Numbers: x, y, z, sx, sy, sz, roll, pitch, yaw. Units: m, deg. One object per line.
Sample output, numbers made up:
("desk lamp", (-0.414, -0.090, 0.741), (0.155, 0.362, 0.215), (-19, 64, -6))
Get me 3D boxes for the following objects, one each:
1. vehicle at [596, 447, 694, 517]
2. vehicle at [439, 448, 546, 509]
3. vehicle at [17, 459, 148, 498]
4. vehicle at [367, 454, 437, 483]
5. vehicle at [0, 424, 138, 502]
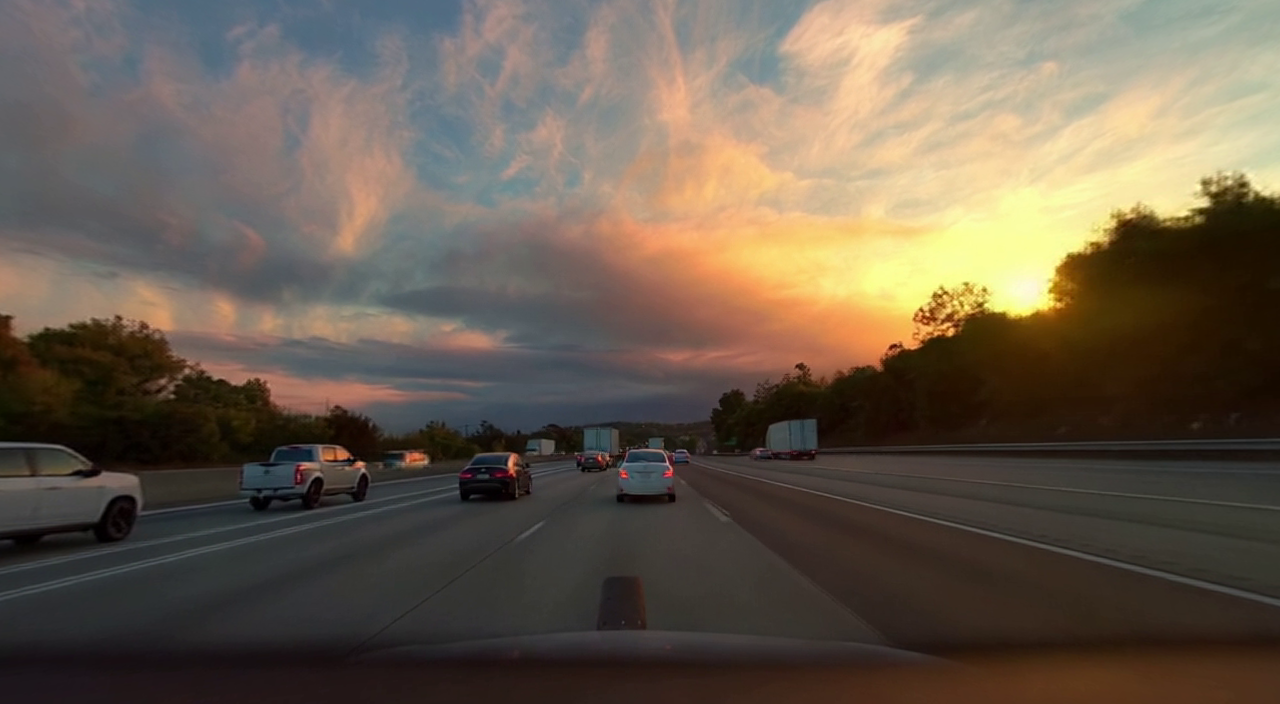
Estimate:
("vehicle", (0.122, 3.069, 15.349), (2.057, 1.449, 3.931), (0, -9, 1))
("vehicle", (-4.034, 3.532, 18.043), (1.929, 1.509, 4.331), (0, -9, 1))
("vehicle", (-27.794, 6.283, 31.707), (1.962, 1.694, 4.917), (0, -9, 2))
("vehicle", (-13.293, 6.535, 35.565), (1.940, 1.482, 4.610), (-1, -9, 3))
("vehicle", (-32.169, 5.436, 30.898), (2.803, 3.665, 14.746), (0, -9, 1))
